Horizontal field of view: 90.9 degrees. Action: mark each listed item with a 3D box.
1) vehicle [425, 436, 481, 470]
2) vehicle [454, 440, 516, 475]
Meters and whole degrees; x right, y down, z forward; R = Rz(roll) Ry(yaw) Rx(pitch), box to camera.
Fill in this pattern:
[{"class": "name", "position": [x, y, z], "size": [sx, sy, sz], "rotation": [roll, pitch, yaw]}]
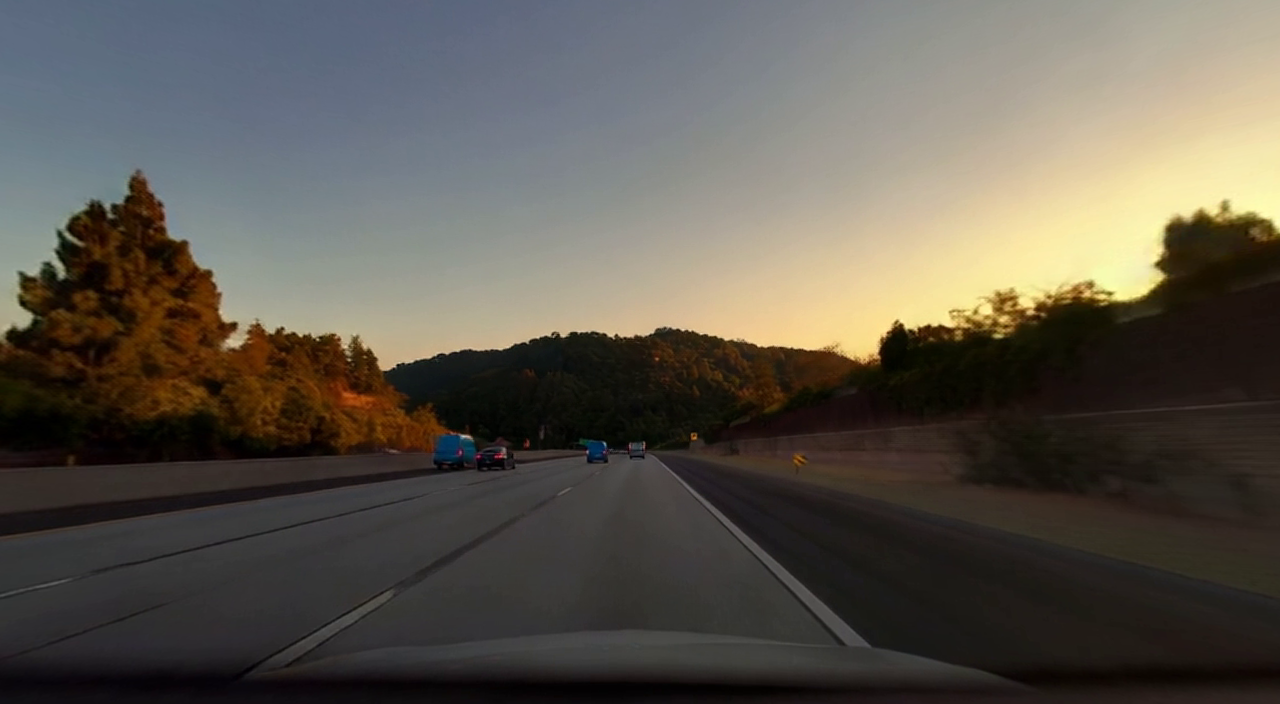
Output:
[{"class": "vehicle", "position": [-11.087, 6.012, 37.735], "size": [1.977, 1.870, 4.525], "rotation": [0, -8, 0]}, {"class": "vehicle", "position": [-7.586, 5.207, 31.322], "size": [2.014, 1.598, 4.015], "rotation": [0, -8, 1]}]
